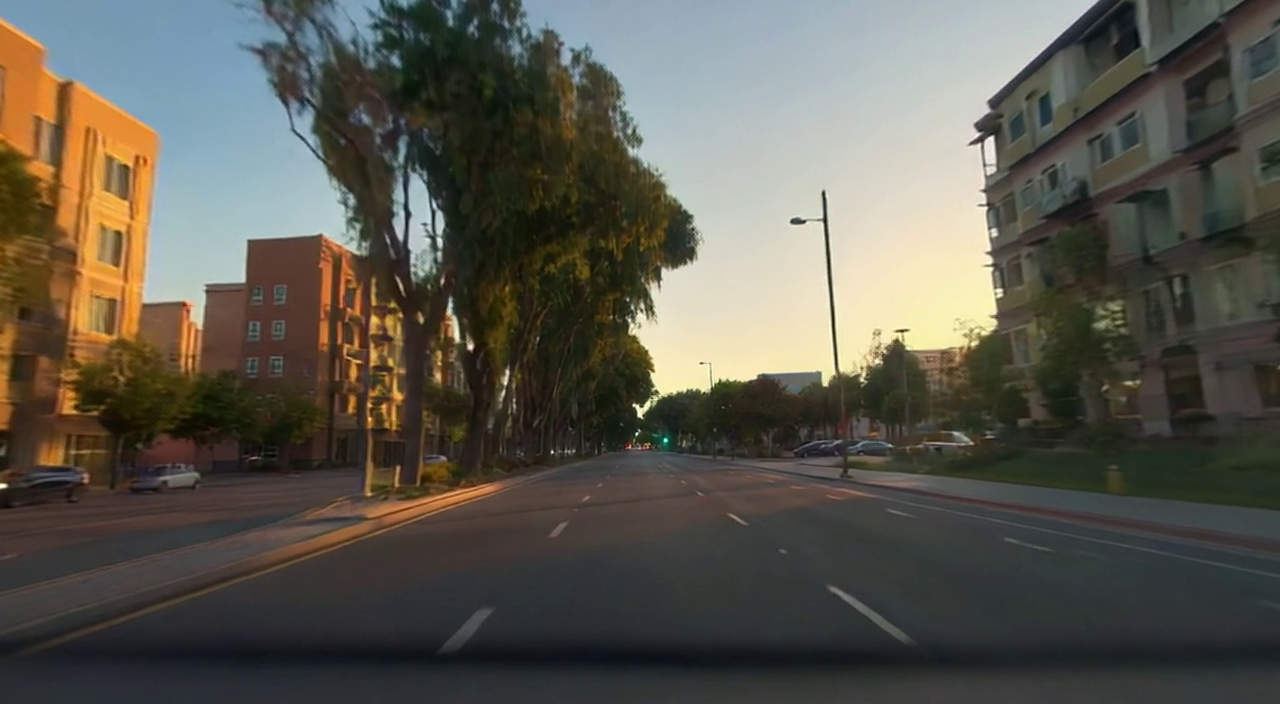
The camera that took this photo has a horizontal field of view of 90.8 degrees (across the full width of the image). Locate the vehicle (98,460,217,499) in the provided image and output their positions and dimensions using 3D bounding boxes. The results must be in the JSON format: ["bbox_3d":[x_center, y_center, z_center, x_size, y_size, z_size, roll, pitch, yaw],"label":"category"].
[{"bbox_3d":[-21.910,5.788,29.000,1.841,1.505,4.664,0,-8,-1],"label":"vehicle"}]

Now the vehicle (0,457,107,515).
[{"bbox_3d":[-22.084,4.696,22.497,2.043,1.816,4.776,0,-8,0],"label":"vehicle"}]
